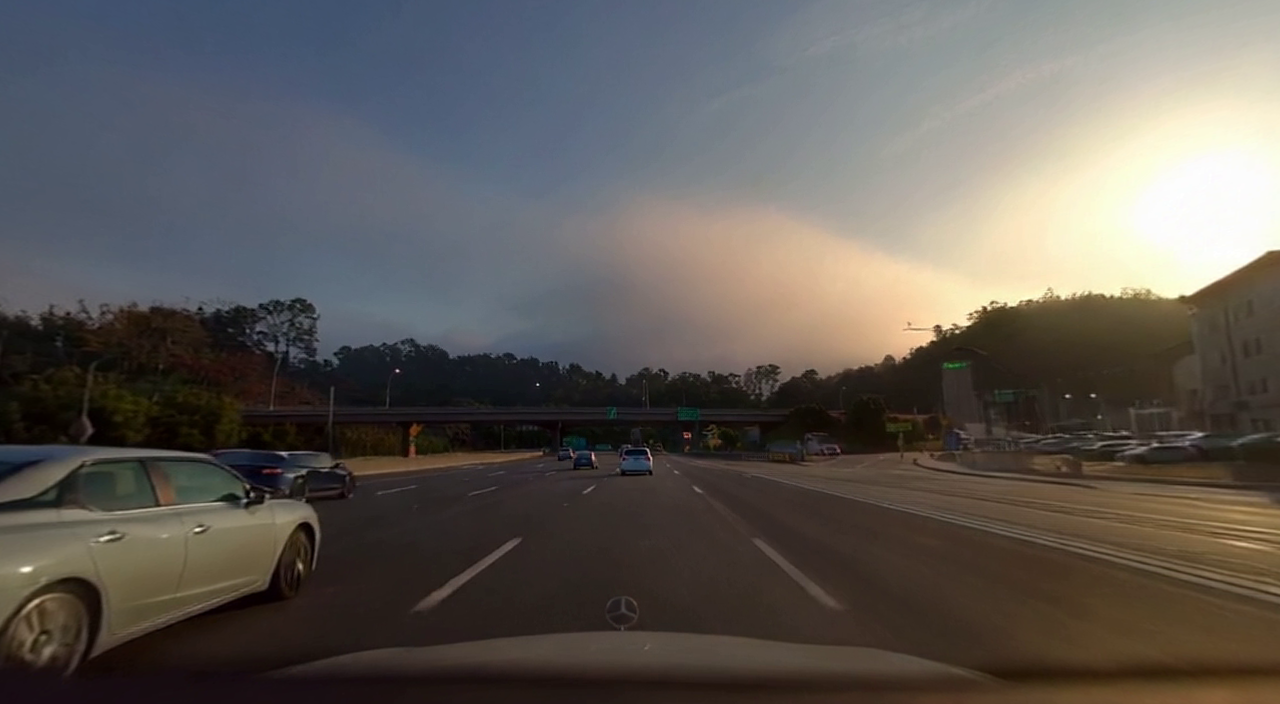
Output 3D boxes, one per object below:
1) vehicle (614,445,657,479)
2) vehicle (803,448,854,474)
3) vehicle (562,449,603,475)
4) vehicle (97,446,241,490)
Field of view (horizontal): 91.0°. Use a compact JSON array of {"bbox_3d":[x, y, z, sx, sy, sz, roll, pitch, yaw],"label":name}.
[{"bbox_3d":[-0.191,5.757,33.149,2.102,1.692,4.057,0,-9,1],"label":"vehicle"},{"bbox_3d":[13.720,7.953,46.143,2.246,1.760,4.640,0,-9,-1],"label":"vehicle"},{"bbox_3d":[-3.601,7.020,40.283,2.071,1.553,4.388,0,-9,2],"label":"vehicle"},{"bbox_3d":[-18.753,4.621,25.424,2.210,1.597,4.597,0,-9,0],"label":"vehicle"}]
